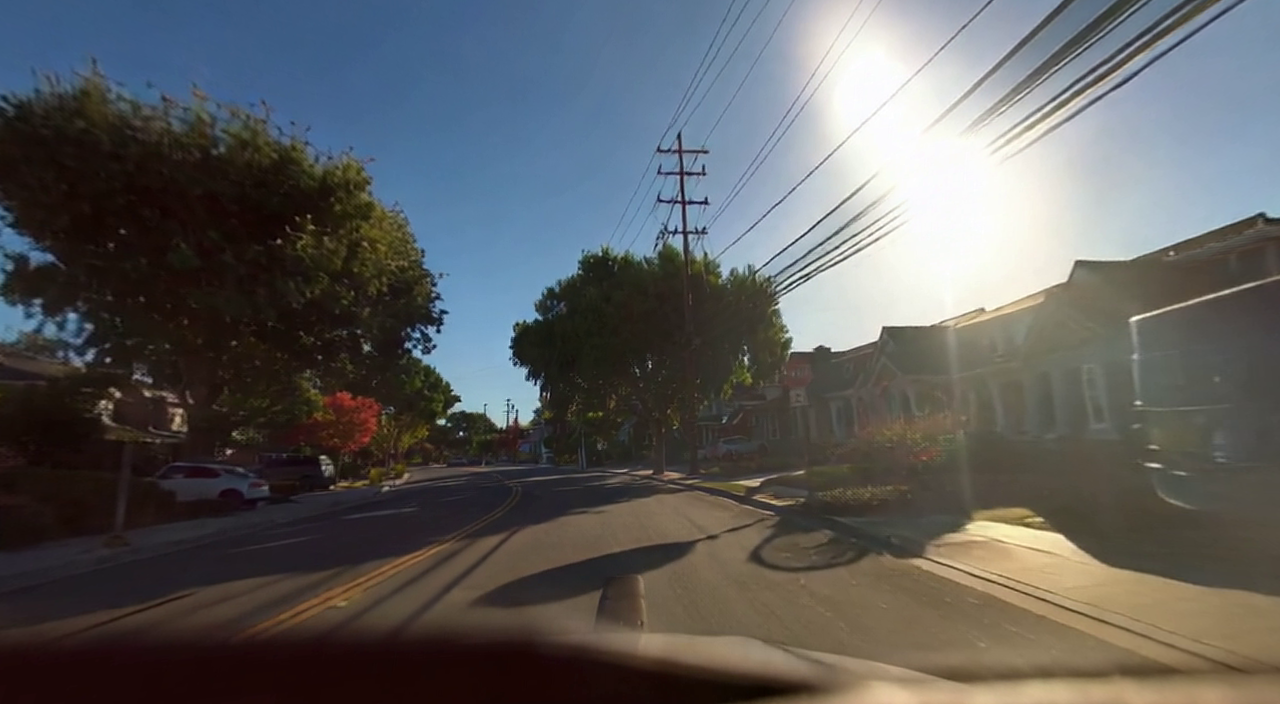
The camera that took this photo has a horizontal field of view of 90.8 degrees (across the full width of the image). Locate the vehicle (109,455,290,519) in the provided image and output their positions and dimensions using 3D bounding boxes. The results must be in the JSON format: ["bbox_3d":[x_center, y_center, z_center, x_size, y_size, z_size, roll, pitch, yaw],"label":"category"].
[{"bbox_3d":[-12.223,3.730,17.989,2.390,1.431,4.253,0,-8,-6],"label":"vehicle"}]

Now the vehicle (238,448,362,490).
[{"bbox_3d":[-15.204,5.246,28.435,4.321,1.772,2.161,0,-8,1],"label":"vehicle"}]

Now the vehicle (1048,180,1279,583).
[{"bbox_3d":[8.284,0.121,5.909,7.115,3.010,2.378,-4,-8,-4],"label":"vehicle"}]

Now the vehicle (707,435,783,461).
[{"bbox_3d":[6.750,6.233,40.918,4.566,1.623,1.906,0,-8,-1],"label":"vehicle"}]
